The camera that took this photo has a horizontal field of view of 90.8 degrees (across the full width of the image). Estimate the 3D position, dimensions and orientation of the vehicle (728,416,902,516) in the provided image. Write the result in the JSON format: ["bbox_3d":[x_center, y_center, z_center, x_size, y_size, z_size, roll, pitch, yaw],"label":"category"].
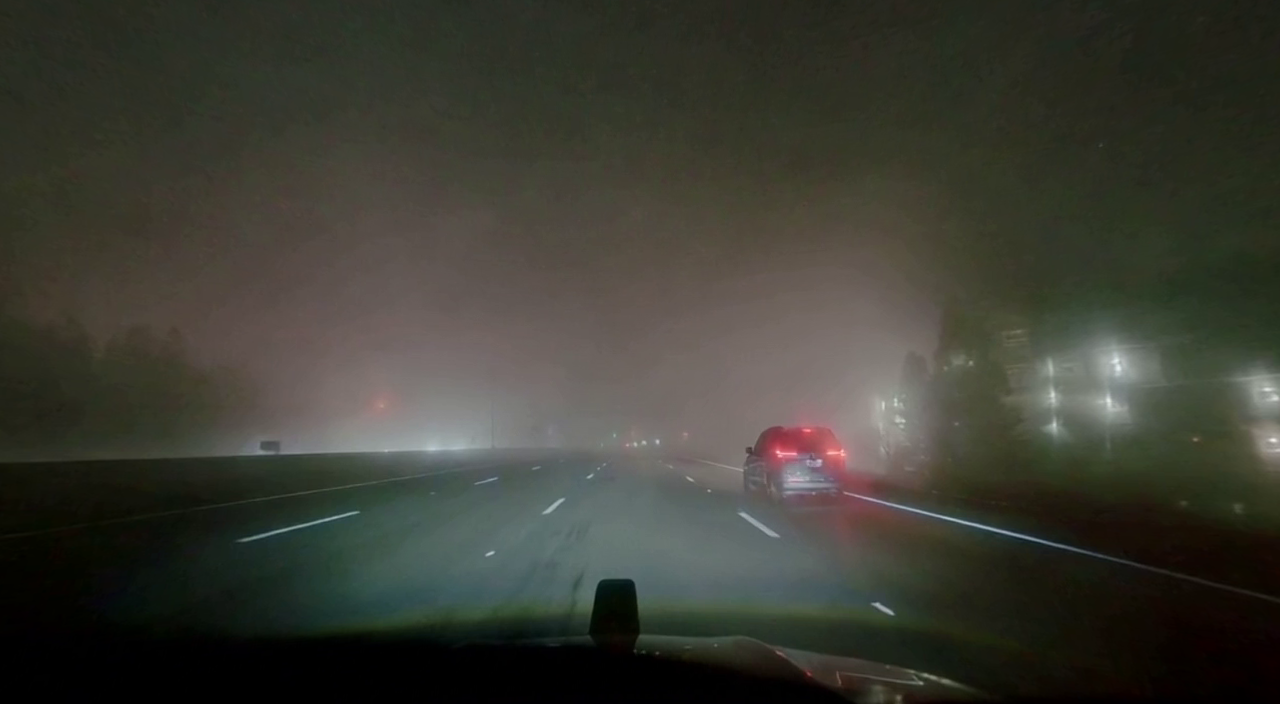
[{"bbox_3d":[3.447,2.400,13.743,2.212,1.753,5.064,0,-9,-1],"label":"vehicle"}]
